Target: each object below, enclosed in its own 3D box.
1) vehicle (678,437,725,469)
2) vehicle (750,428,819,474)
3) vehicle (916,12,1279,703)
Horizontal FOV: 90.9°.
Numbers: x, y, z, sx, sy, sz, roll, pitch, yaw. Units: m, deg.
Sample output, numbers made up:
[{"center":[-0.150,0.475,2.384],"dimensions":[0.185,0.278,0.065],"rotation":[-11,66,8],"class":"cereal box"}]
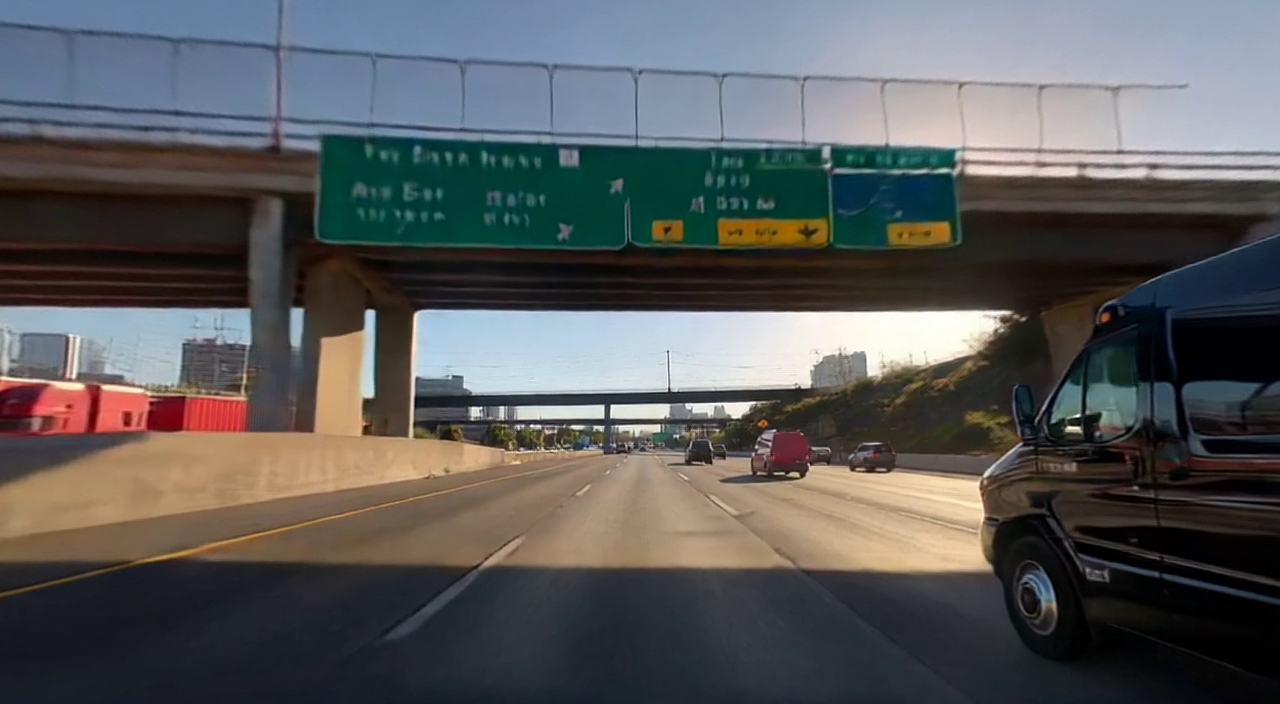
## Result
[{"center":[4.054,6.777,42.642],"dimensions":[2.464,1.961,5.520],"rotation":[0,-8,-1],"class":"vehicle"},{"center":[7.451,5.200,33.249],"dimensions":[2.301,2.203,5.419],"rotation":[0,-8,-1],"class":"vehicle"},{"center":[3.307,0.133,1.104],"dimensions":[2.436,2.745,7.034],"rotation":[0,-8,0],"class":"vehicle"}]
